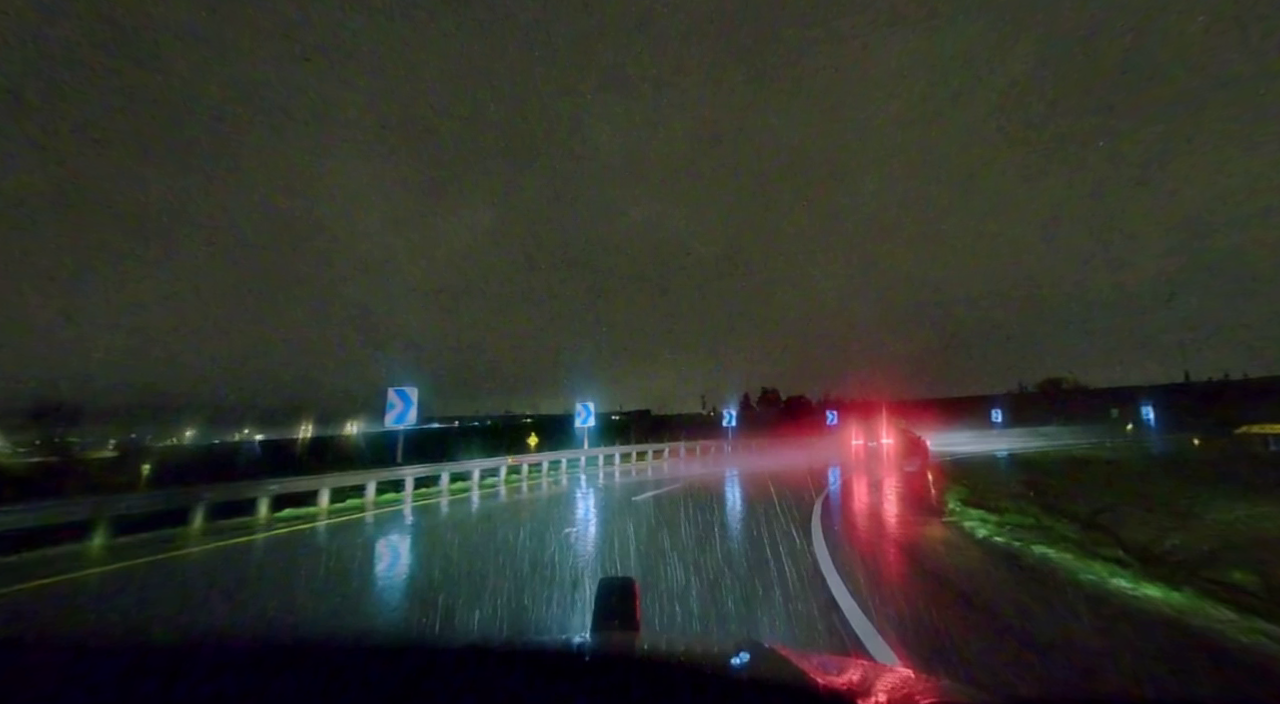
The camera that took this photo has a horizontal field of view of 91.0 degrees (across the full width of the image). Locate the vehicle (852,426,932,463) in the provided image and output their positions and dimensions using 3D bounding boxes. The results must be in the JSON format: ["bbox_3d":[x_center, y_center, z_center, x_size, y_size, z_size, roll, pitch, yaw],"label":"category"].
[{"bbox_3d":[11.147,4.043,27.740,2.028,1.440,3.970,-5,-9,41],"label":"vehicle"}]
